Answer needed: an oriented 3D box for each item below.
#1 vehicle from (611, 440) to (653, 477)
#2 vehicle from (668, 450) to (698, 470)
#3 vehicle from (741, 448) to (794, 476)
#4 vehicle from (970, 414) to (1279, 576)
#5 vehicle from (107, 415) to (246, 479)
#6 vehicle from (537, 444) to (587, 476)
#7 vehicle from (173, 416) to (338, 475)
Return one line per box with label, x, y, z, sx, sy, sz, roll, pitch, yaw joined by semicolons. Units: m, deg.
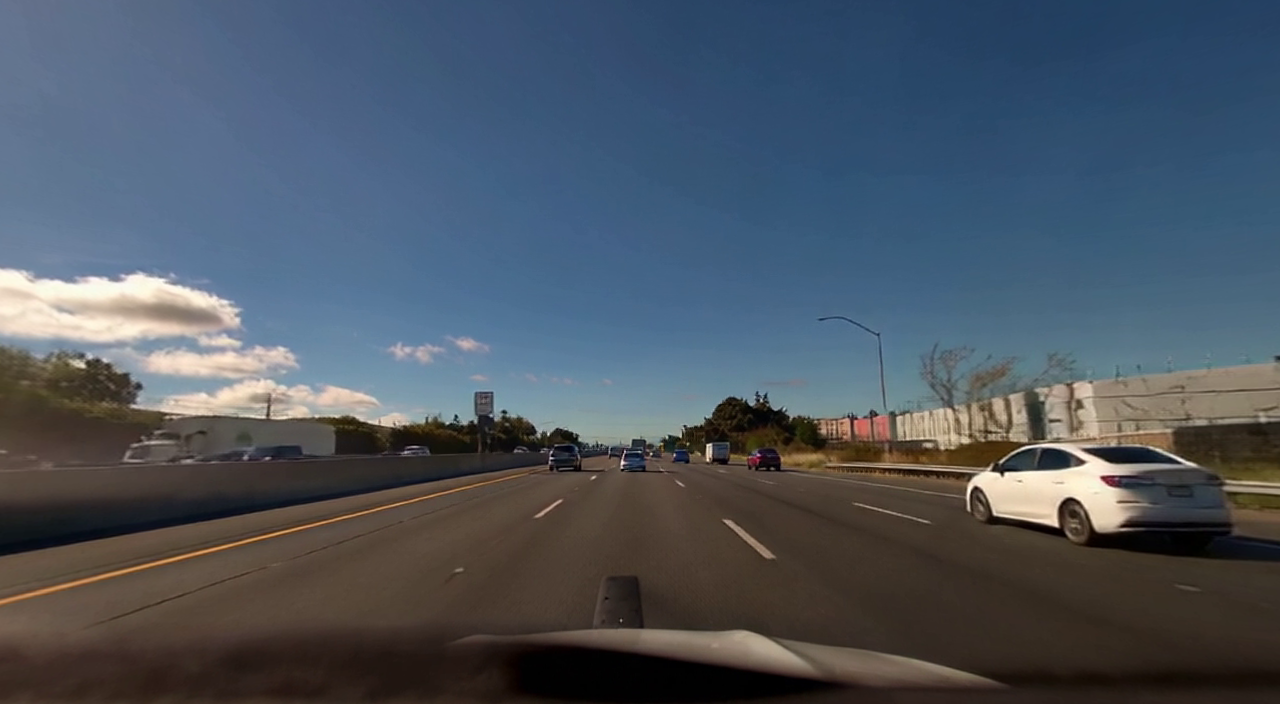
vehicle;-0.374;5.463;32.729;2.002;1.759;4.658;0;-9;0
vehicle;3.066;7.795;45.609;1.816;1.353;3.809;0;-9;-1
vehicle;6.823;5.929;34.339;1.879;1.428;4.402;0;-9;-1
vehicle;6.683;1.803;8.734;1.944;1.666;4.184;0;-9;0
vehicle;-29.205;6.033;40.381;2.921;3.664;7.706;0;-9;0
vehicle;-4.264;5.967;35.235;2.126;1.631;4.643;0;-9;1
vehicle;-29.347;7.398;49.986;2.848;3.915;16.523;0;-9;0
